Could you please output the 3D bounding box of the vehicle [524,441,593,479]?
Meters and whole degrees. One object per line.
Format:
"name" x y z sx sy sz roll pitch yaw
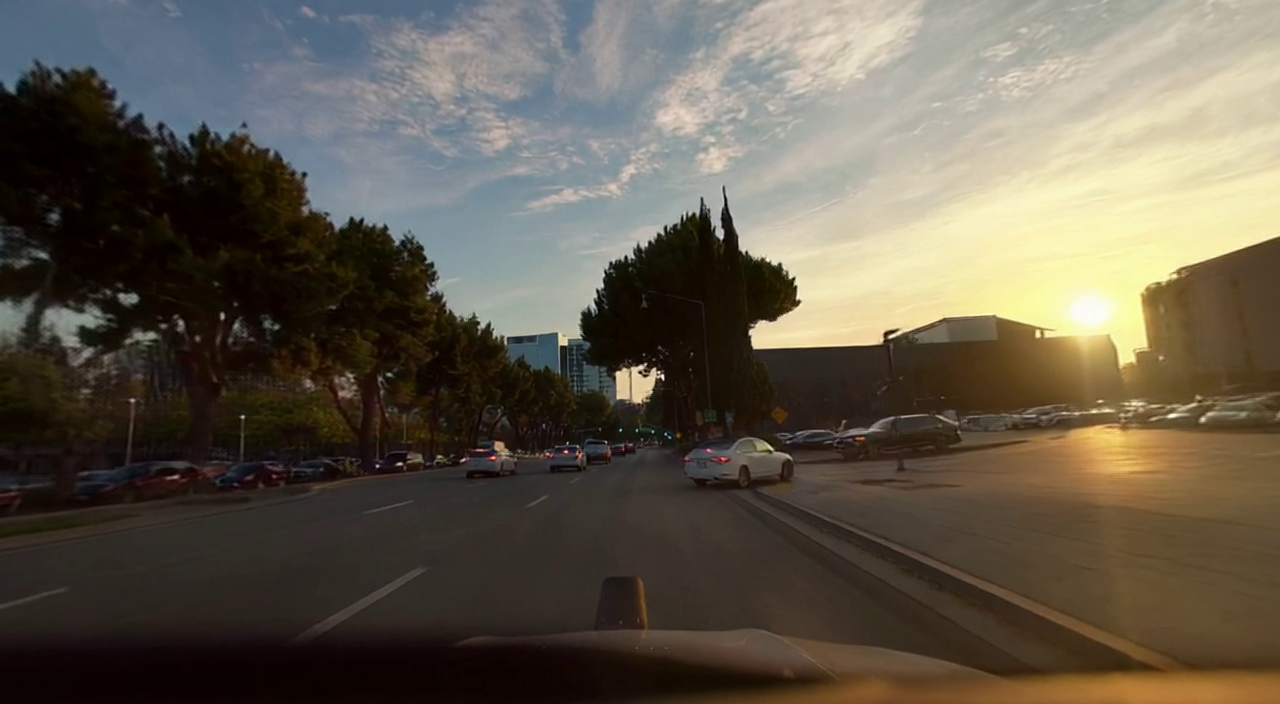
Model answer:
"vehicle" -3.382 4.614 27.279 2.235 1.500 4.420 0 -8 2

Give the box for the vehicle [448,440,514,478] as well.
"vehicle" -7.790 5.278 31.373 2.054 1.744 4.422 0 -8 1

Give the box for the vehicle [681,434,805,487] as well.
"vehicle" 3.495 3.509 20.820 2.208 1.513 4.504 -6 -10 35

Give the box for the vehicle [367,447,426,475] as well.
"vehicle" -16.558 7.406 43.222 2.073 1.749 4.770 0 -8 1

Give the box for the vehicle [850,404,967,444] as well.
"vehicle" 14.178 3.872 33.606 5.161 1.993 2.293 0 -8 2

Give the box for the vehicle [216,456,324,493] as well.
"vehicle" -16.769 5.544 28.982 1.981 1.431 4.862 0 -8 1

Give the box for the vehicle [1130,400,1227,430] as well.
"vehicle" 30.214 3.576 35.600 1.985 1.485 4.071 -1 -8 3

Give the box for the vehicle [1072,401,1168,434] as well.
"vehicle" 27.325 3.796 36.217 1.992 1.498 4.667 -5 -9 3

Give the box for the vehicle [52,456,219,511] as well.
"vehicle" -17.309 4.489 22.051 2.084 1.624 4.486 0 -8 0

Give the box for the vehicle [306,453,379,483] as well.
"vehicle" -16.540 6.455 35.374 1.849 1.472 4.441 0 -8 1

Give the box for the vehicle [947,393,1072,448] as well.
"vehicle" 15.960 3.045 27.148 6.193 2.081 2.569 7 -11 -40

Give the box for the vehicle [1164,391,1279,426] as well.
"vehicle" 32.758 3.260 35.807 2.137 1.697 4.811 -1 -8 3
